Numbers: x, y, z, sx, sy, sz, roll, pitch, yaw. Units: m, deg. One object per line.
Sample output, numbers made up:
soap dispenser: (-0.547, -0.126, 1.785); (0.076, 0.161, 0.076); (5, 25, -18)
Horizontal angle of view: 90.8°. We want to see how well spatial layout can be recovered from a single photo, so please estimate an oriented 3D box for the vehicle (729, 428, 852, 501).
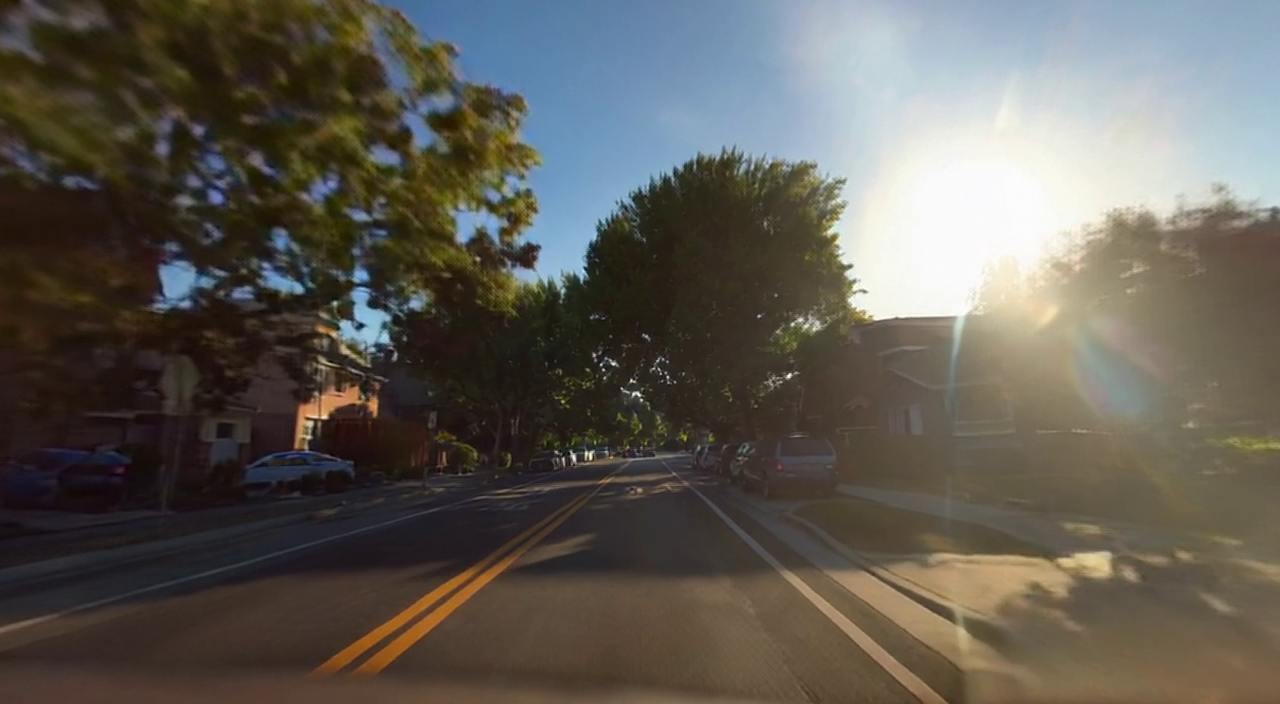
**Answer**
vehicle: (3.981, 3.064, 17.619); (1.937, 1.752, 4.574); (1, -8, -5)
